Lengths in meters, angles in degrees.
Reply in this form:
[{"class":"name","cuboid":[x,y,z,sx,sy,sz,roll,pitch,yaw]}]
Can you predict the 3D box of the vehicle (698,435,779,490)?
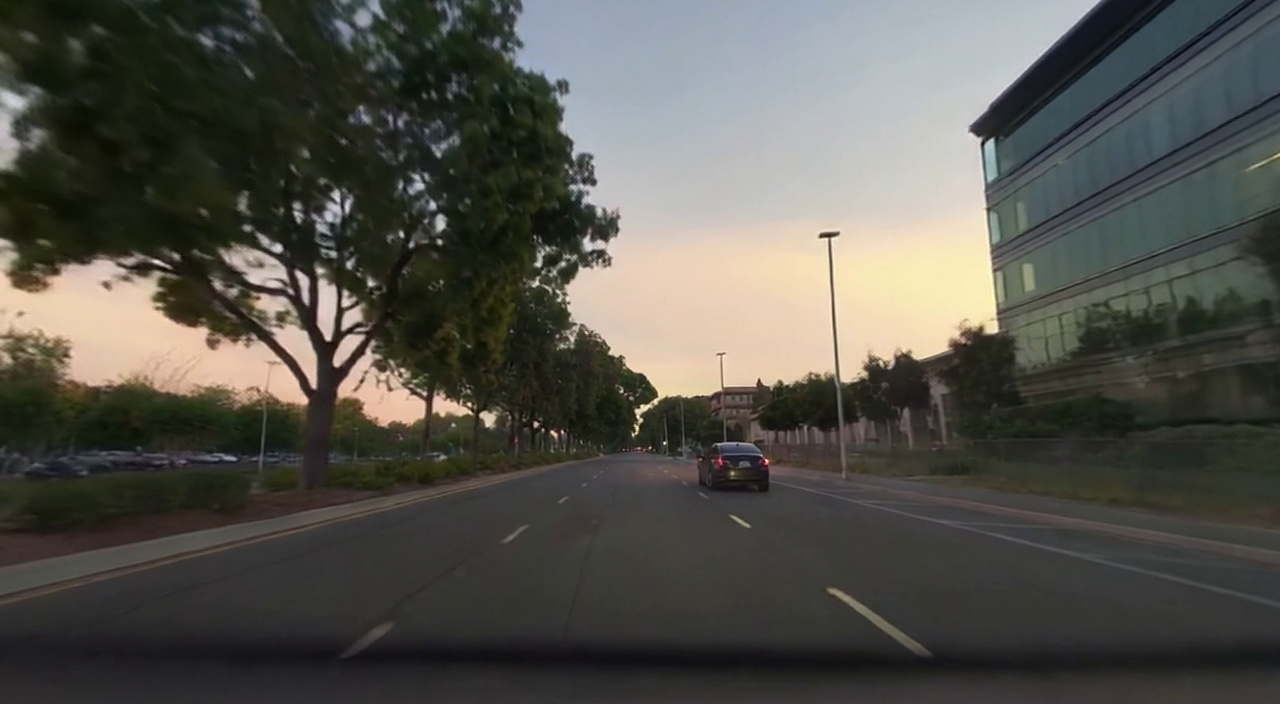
[{"class":"vehicle","cuboid":[3.408,3.925,22.731,2.083,1.743,4.354,0,-9,-2]}]
